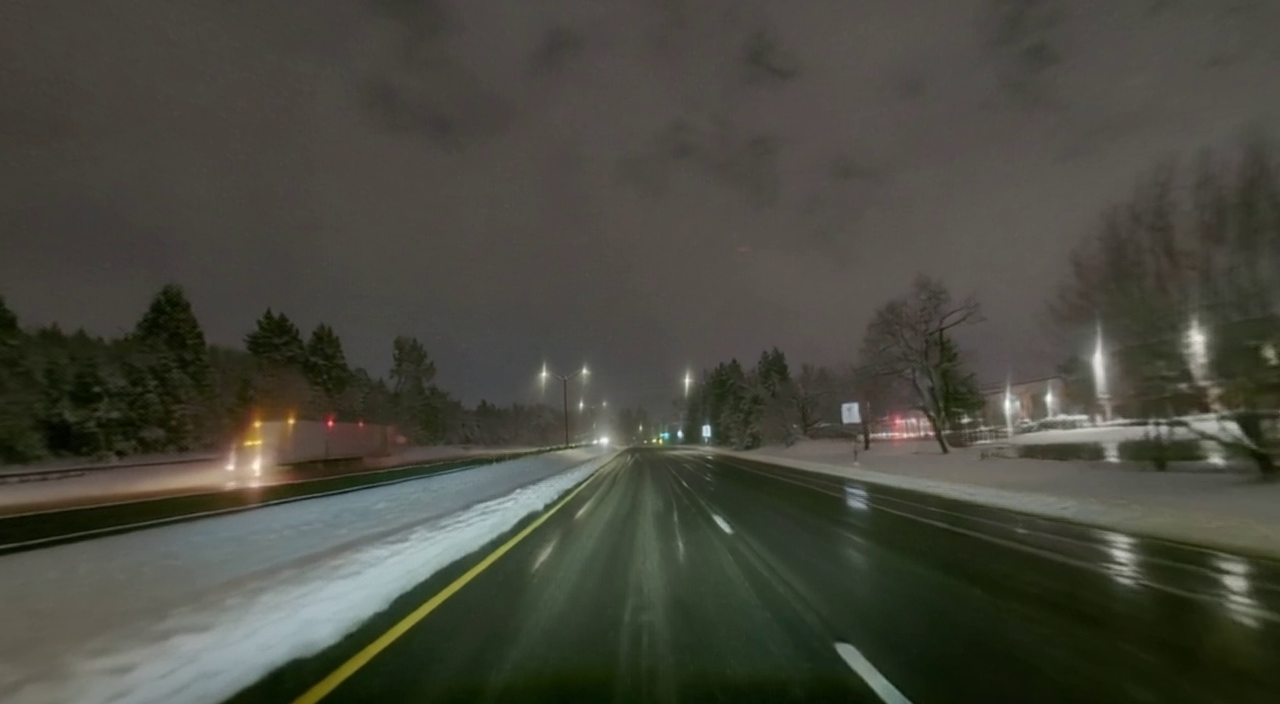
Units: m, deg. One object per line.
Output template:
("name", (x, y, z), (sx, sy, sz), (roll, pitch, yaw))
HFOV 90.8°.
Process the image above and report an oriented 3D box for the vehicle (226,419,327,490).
("vehicle", (-17.174, 4.813, 30.101), (2.575, 2.950, 4.003), (-4, -7, -3))
